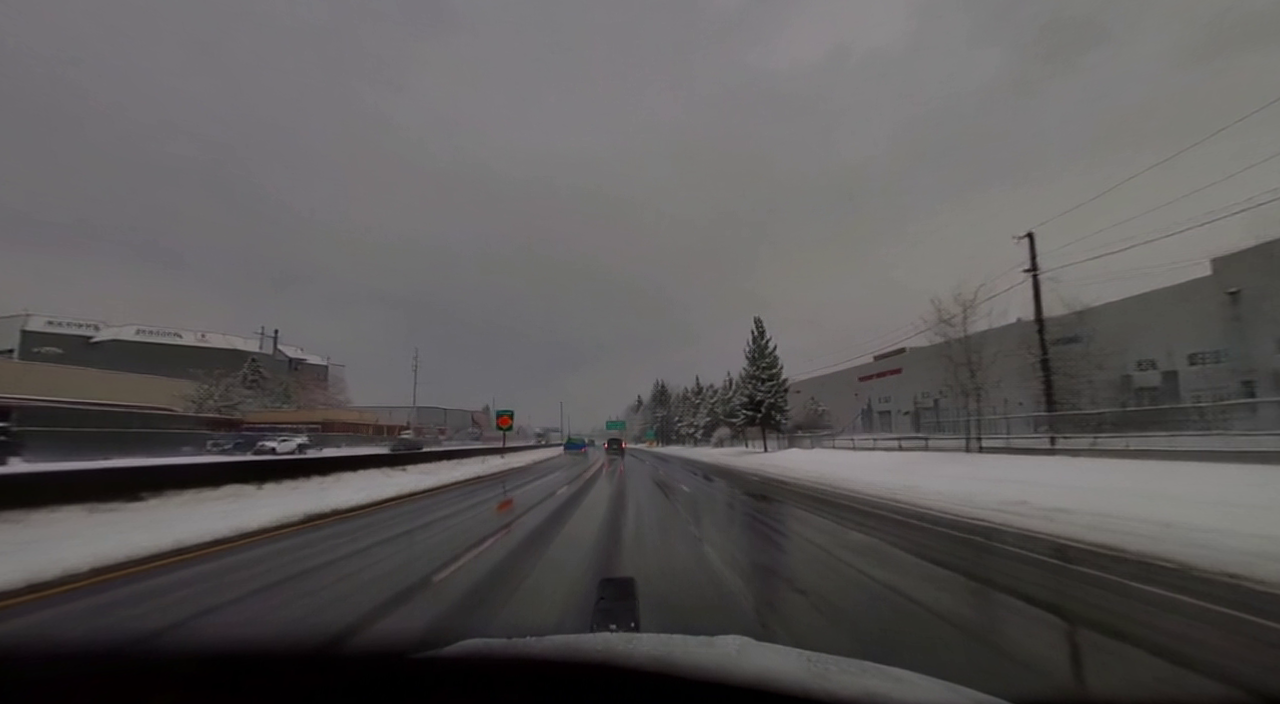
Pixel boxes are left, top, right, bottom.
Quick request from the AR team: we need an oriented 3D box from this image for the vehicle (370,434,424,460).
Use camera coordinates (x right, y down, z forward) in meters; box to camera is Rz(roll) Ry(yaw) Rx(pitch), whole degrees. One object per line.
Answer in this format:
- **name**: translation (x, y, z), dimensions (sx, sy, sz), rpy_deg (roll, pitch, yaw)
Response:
- **vehicle**: translation (-15.702, 6.156, 40.868), dimensions (1.882, 1.538, 4.369), rpy_deg (0, -8, -2)
